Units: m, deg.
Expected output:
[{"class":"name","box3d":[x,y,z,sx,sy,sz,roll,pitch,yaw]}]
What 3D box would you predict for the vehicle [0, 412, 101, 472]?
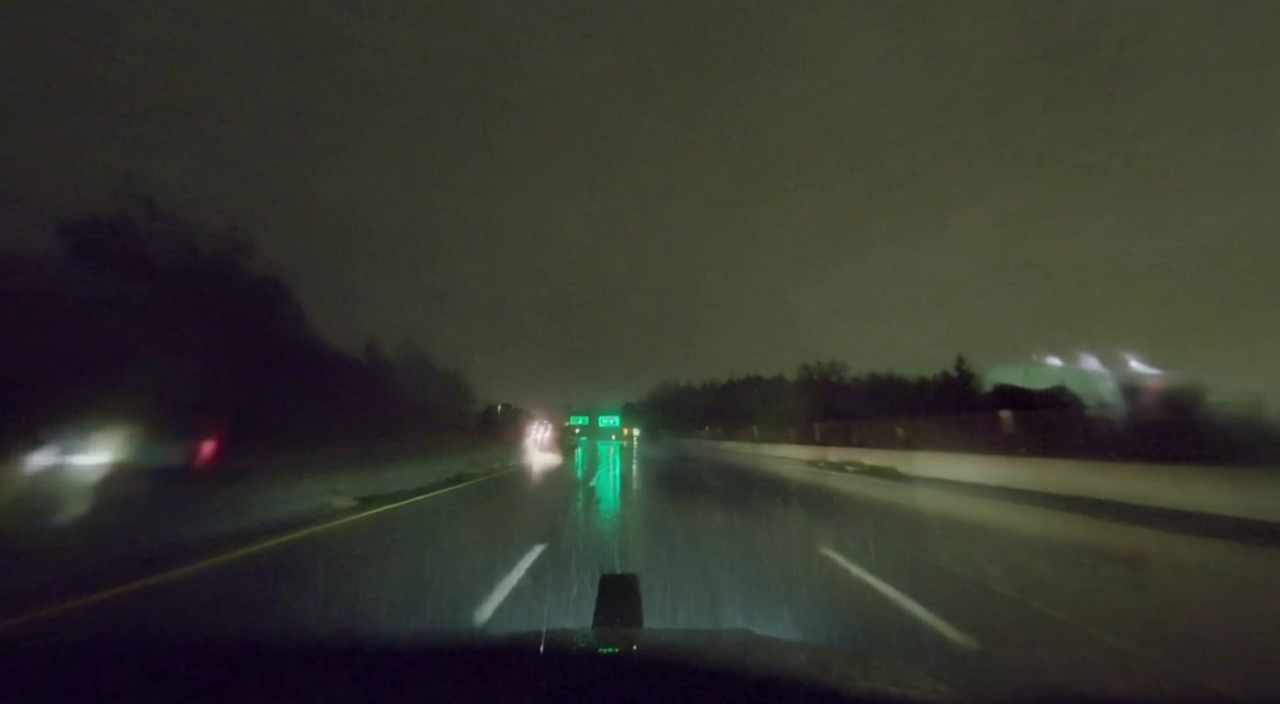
[{"class":"vehicle","box3d":[-18.398,2.596,18.231,1.803,1.644,4.170,1,-8,-1]}]
